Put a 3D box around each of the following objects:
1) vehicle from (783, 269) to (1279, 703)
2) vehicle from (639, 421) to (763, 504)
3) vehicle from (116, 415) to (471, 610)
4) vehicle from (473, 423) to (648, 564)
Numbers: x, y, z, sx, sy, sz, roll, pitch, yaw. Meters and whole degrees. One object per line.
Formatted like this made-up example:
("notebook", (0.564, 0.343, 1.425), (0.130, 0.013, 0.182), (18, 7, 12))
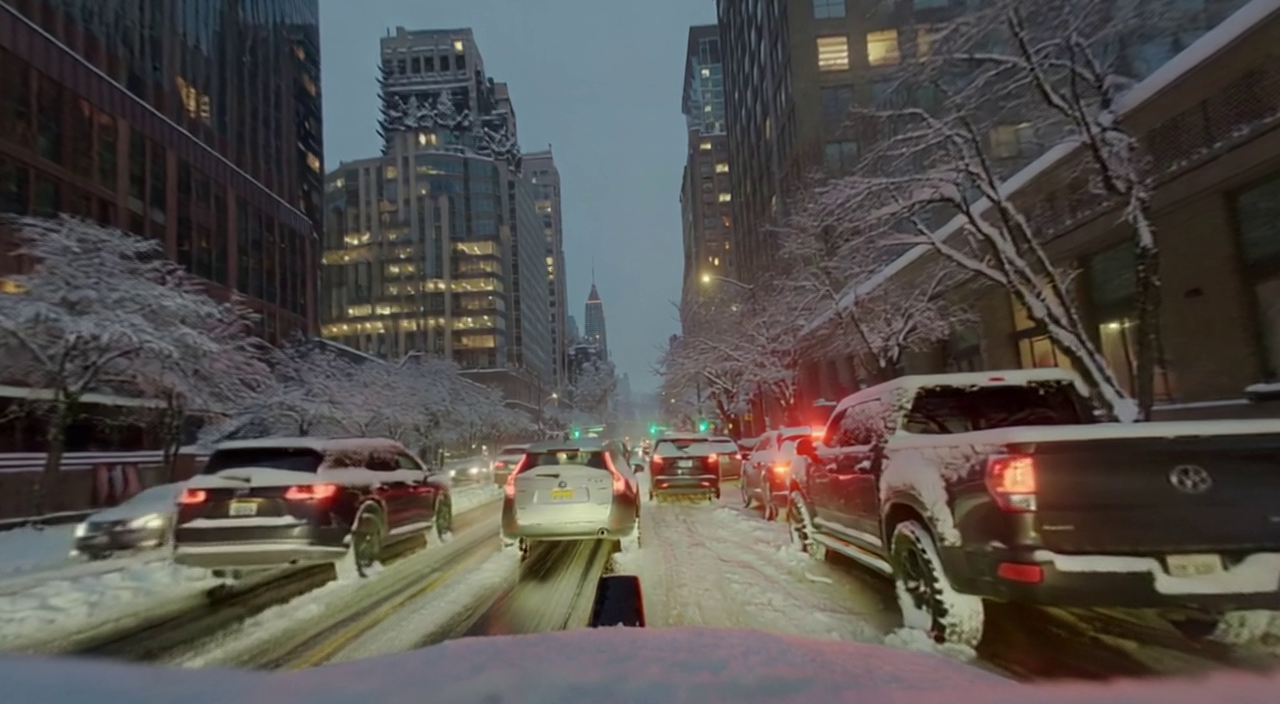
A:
("vehicle", (2.992, 1.036, 5.368), (2.225, 2.070, 5.264), (0, -9, -1))
("vehicle", (1.893, 3.039, 17.759), (2.352, 1.953, 4.798), (-3, -9, 19))
("vehicle", (-3.906, 1.867, 8.363), (2.000, 1.818, 4.668), (0, -9, 0))
("vehicle", (-0.924, 1.991, 9.603), (2.076, 1.667, 3.948), (0, -9, 1))
